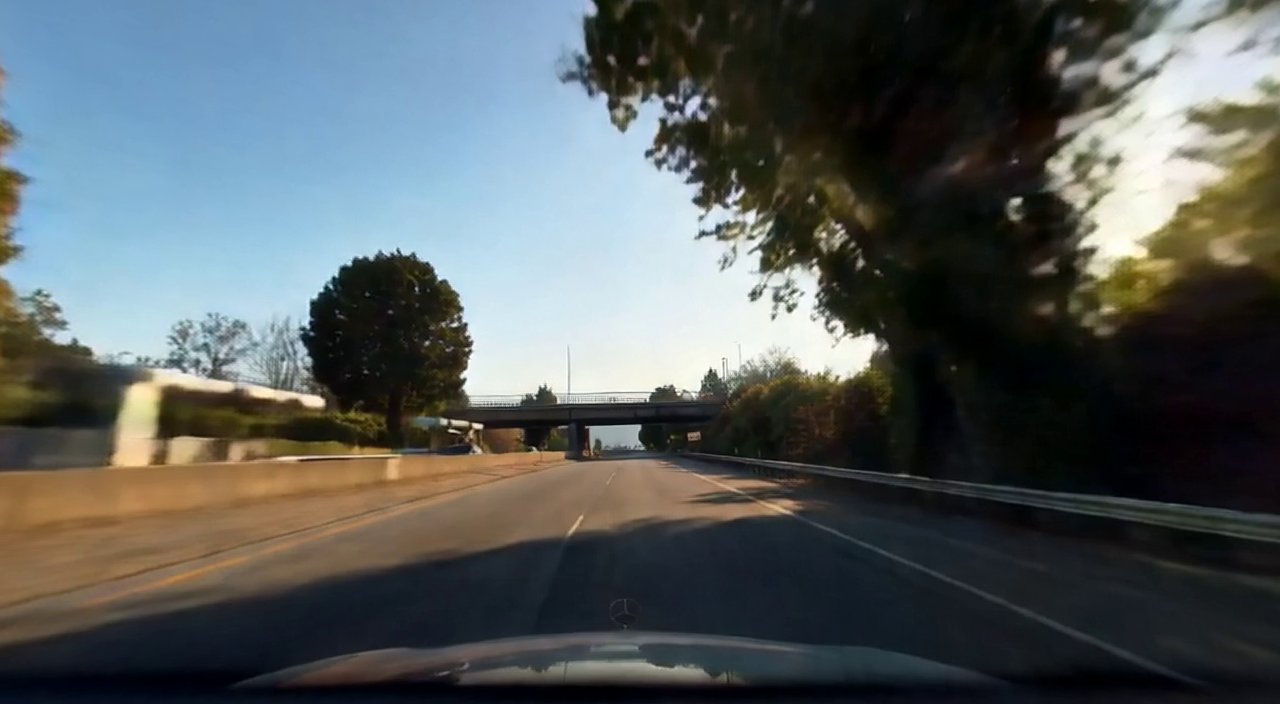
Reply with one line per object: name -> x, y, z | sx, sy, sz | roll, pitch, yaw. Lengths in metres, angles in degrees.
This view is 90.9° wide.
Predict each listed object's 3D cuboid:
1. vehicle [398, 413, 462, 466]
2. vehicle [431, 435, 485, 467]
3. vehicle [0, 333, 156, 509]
vehicle -> -16.492, 7.008, 49.951 | 3.008, 3.916, 5.886 | 0, -9, -1
vehicle -> -11.959, 6.574, 41.808 | 2.118, 1.943, 5.285 | 0, -9, -1
vehicle -> -16.242, 1.856, 16.232 | 2.910, 4.025, 5.493 | 0, -9, -1
